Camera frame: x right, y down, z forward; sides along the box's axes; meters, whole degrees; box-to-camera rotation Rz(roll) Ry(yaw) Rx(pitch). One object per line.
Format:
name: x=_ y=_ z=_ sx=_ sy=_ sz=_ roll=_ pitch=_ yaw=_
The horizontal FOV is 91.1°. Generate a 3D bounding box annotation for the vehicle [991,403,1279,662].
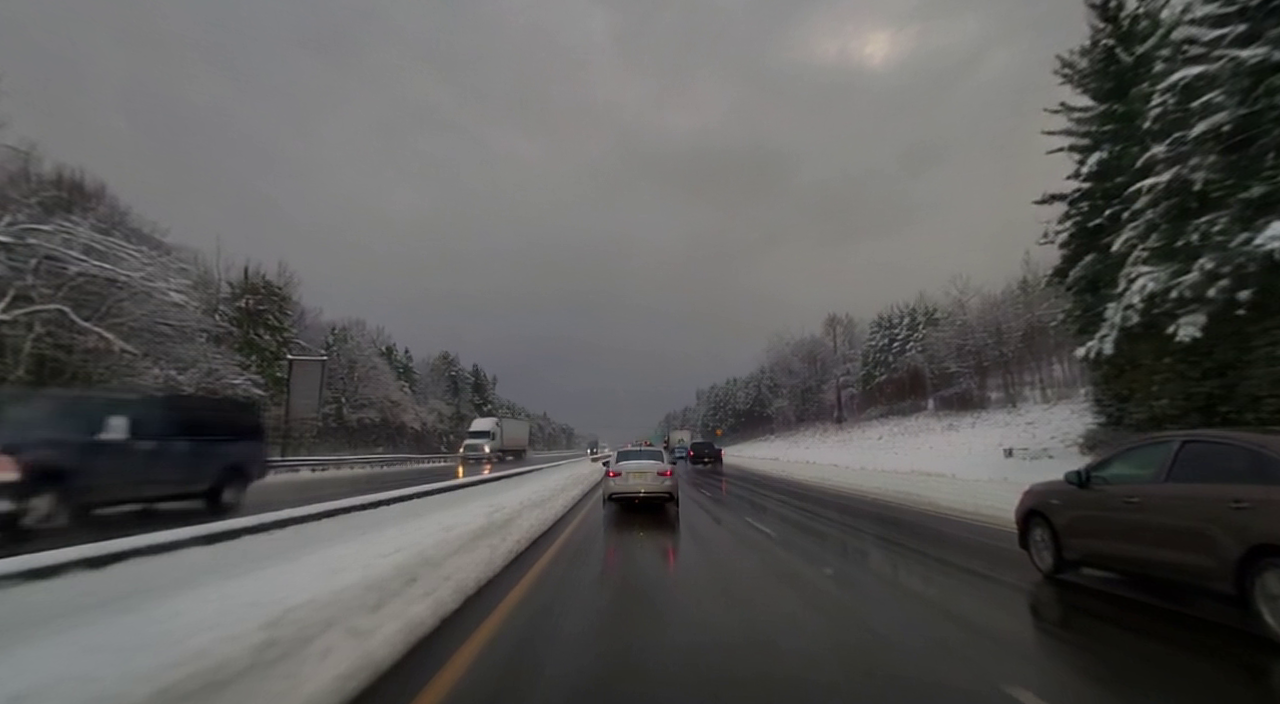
vehicle: x=4.746 y=1.208 z=4.662 sx=1.931 sy=1.516 sz=3.995 roll=0 pitch=-9 yaw=0

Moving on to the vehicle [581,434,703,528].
vehicle: x=0.005 y=2.492 z=12.658 sx=2.088 sy=1.580 sz=3.657 roll=0 pitch=-9 yaw=-1

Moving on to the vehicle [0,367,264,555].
vehicle: x=-9.551 y=1.849 z=11.073 sx=2.512 sy=2.475 sz=5.406 roll=0 pitch=-9 yaw=-1
